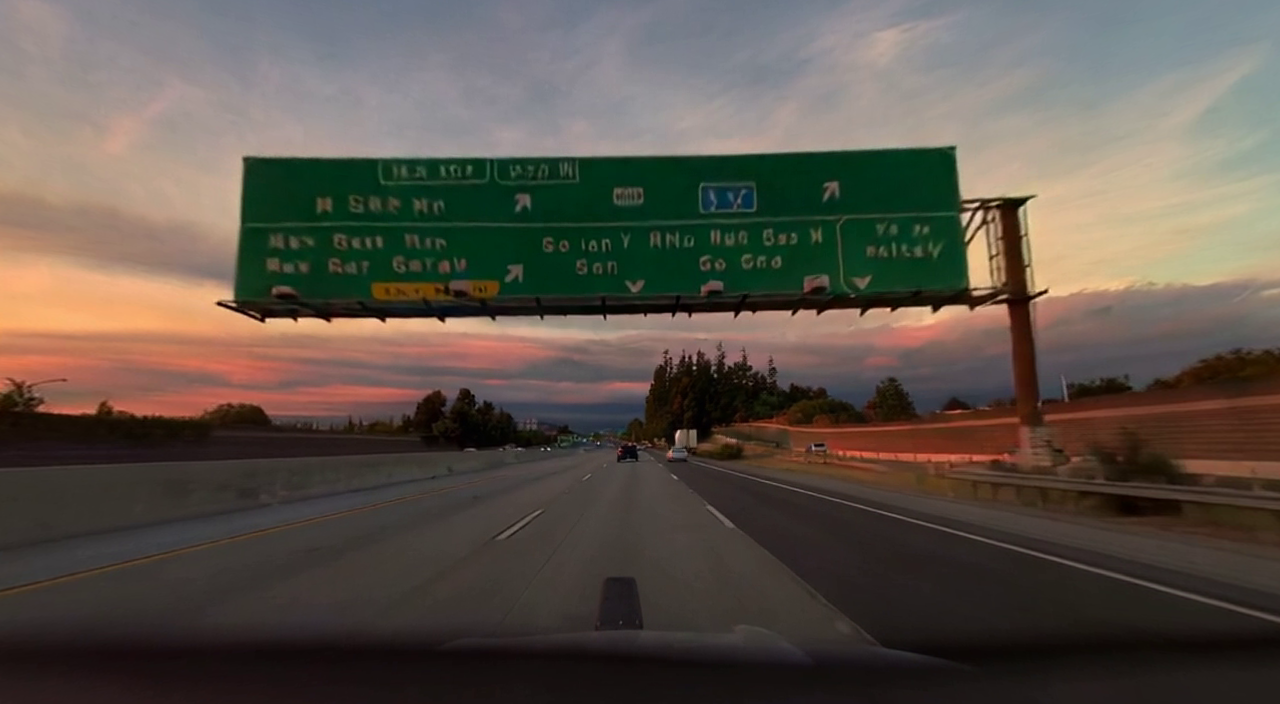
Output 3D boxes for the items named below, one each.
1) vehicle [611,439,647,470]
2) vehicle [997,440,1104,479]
[{"bbox_3d":[-0.648,6.258,38.723,2.121,1.739,4.087,0,-9,0],"label":"vehicle"},{"bbox_3d":[17.827,4.685,27.730,1.867,1.563,4.436,-1,-9,3],"label":"vehicle"}]
